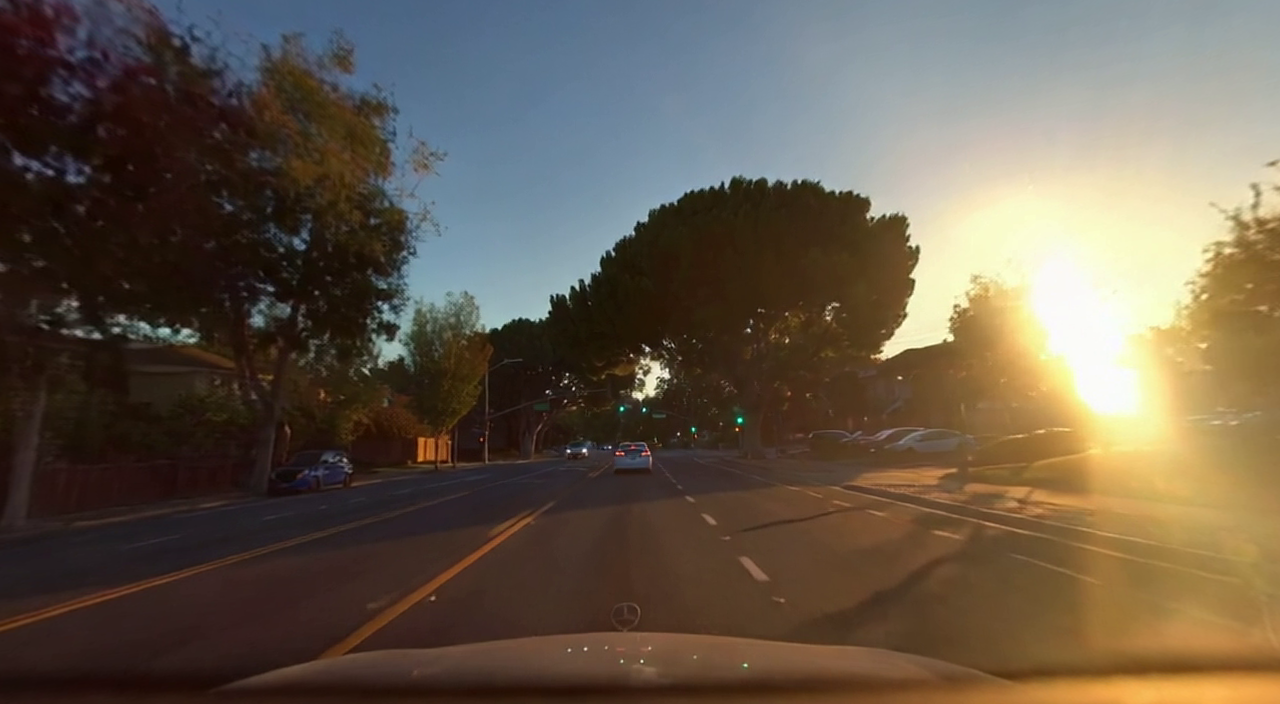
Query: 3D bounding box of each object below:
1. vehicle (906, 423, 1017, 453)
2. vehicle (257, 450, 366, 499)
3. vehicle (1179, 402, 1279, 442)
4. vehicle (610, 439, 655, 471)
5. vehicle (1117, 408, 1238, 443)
[{"bbox_3d":[16.740,4.520,33.054,4.658,1.495,1.978,0,-9,-1],"label":"vehicle"},{"bbox_3d":[-13.008,4.835,25.411,1.957,1.754,4.393,-1,-9,1],"label":"vehicle"},{"bbox_3d":[27.532,3.177,28.349,4.736,1.646,2.037,-1,-9,0],"label":"vehicle"},{"bbox_3d":[-0.350,5.127,31.602,2.104,1.462,3.991,0,-9,0],"label":"vehicle"},{"bbox_3d":[28.277,3.912,33.337,4.532,1.545,1.940,-2,-9,-2],"label":"vehicle"}]
